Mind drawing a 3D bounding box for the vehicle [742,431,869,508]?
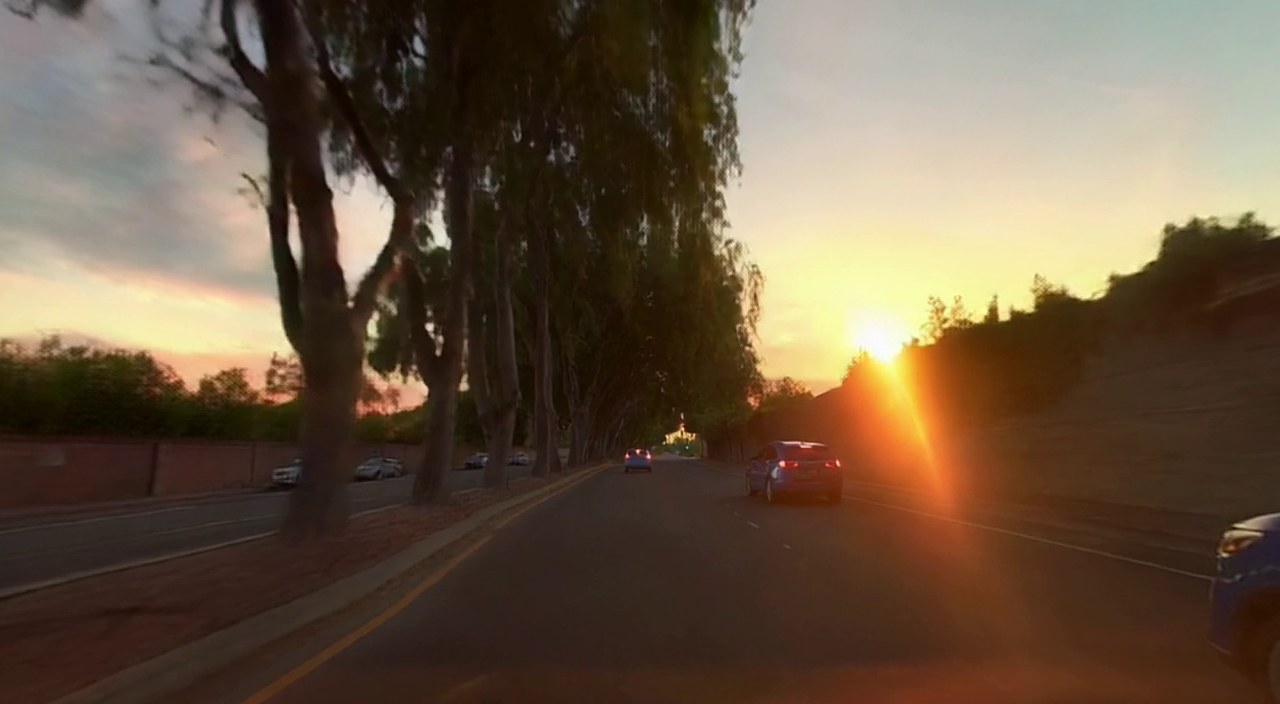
[{"bbox_3d":[4.226,3.071,17.040,2.155,1.752,4.456,0,-8,-1],"label":"vehicle"}]

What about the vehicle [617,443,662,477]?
[{"bbox_3d":[-0.055,6.104,35.994,2.391,1.739,3.837,0,-8,-1],"label":"vehicle"}]
